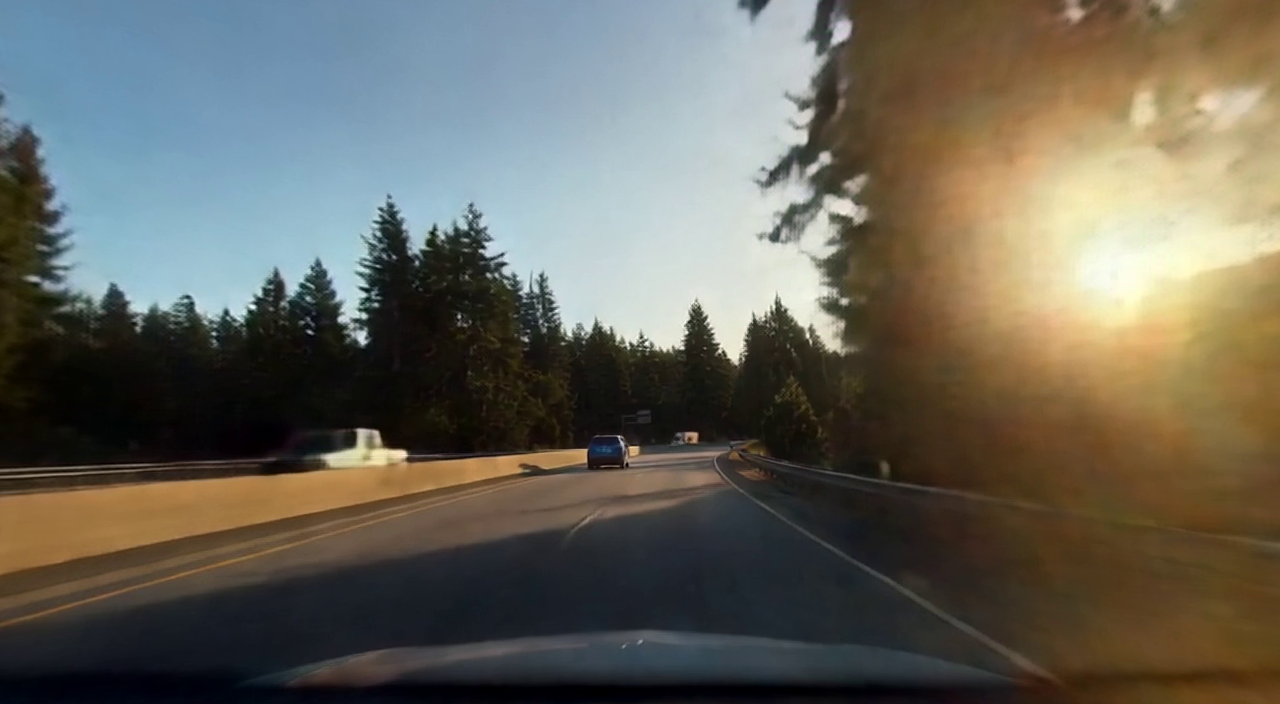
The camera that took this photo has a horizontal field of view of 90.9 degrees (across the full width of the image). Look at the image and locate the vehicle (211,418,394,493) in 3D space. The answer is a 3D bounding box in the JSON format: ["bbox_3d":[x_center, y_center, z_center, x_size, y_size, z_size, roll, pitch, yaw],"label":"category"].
[{"bbox_3d":[-11.842,3.716,23.022,2.840,2.335,6.535,-1,-8,3],"label":"vehicle"}]

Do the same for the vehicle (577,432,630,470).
[{"bbox_3d":[-1.713,4.910,31.410,2.005,1.752,4.479,-1,-8,5],"label":"vehicle"}]
